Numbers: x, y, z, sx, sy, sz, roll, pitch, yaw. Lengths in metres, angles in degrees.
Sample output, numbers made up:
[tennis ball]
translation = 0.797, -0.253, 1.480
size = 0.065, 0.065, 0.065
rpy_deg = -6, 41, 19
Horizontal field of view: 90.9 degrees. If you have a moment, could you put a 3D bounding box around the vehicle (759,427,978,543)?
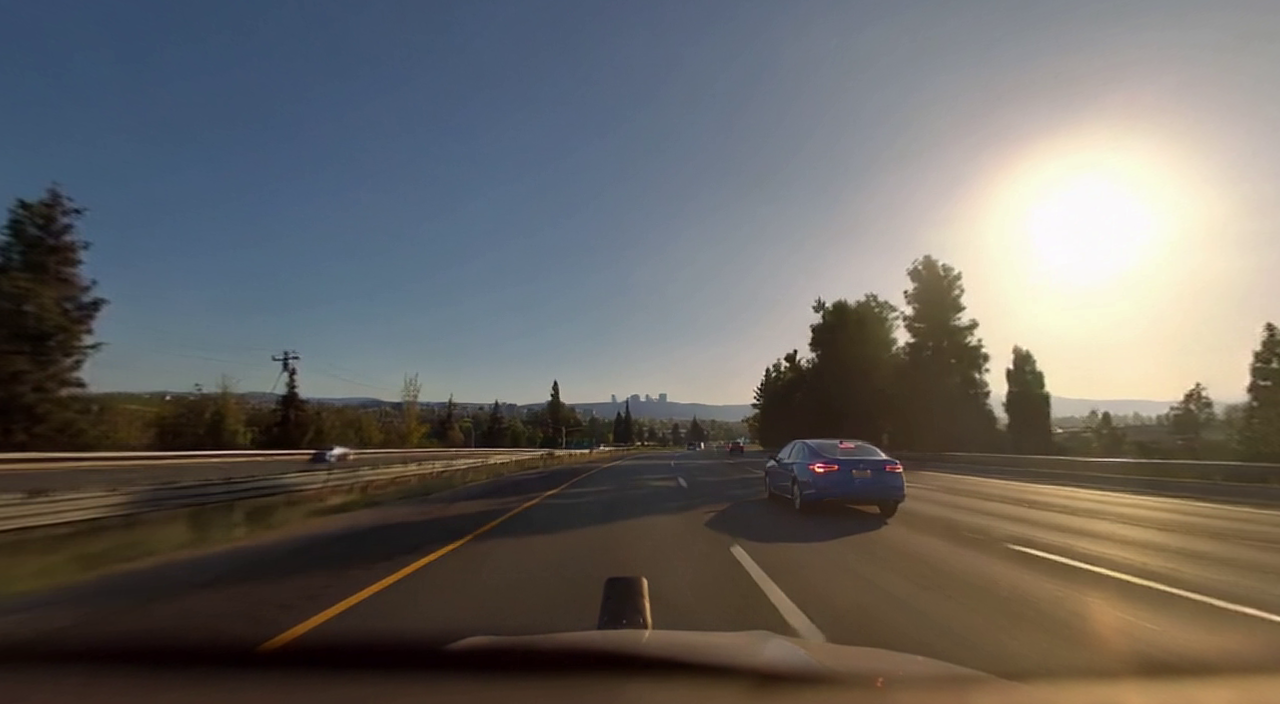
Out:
[vehicle]
translation = 3.514, 2.108, 10.755
size = 2.050, 1.546, 4.344
rpy_deg = 0, -8, -1
